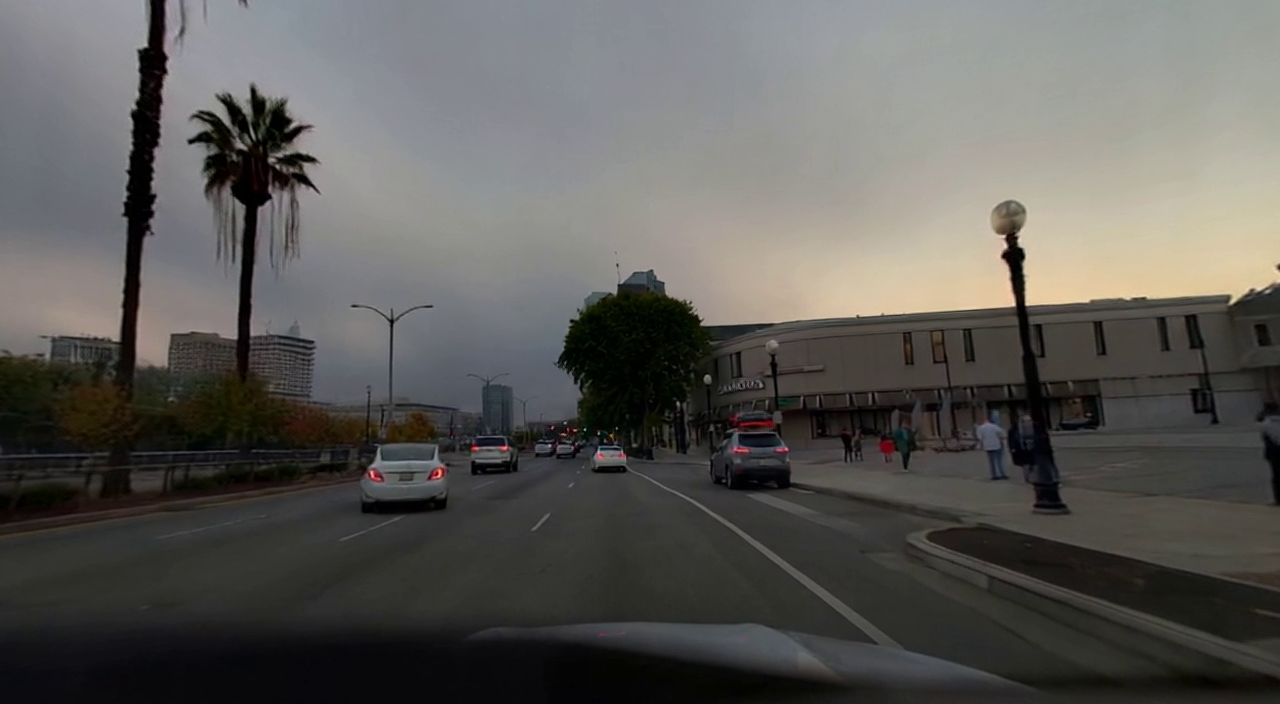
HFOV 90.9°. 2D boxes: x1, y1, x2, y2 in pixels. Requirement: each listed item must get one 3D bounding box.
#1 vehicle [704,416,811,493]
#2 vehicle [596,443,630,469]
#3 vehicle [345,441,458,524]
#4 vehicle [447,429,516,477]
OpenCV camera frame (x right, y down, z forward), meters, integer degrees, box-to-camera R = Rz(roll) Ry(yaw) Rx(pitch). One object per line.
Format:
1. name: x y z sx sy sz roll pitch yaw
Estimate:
1. vehicle: 3.601 3.281 20.479 2.126 2.167 5.098 0 -9 -4
2. vehicle: -1.740 6.471 39.348 1.972 1.473 4.000 0 -9 -4
3. vehicle: -5.257 2.756 14.024 1.930 1.477 4.657 3 -9 -20
4. vehicle: -7.415 4.801 30.094 2.164 2.047 5.455 0 -9 -3
